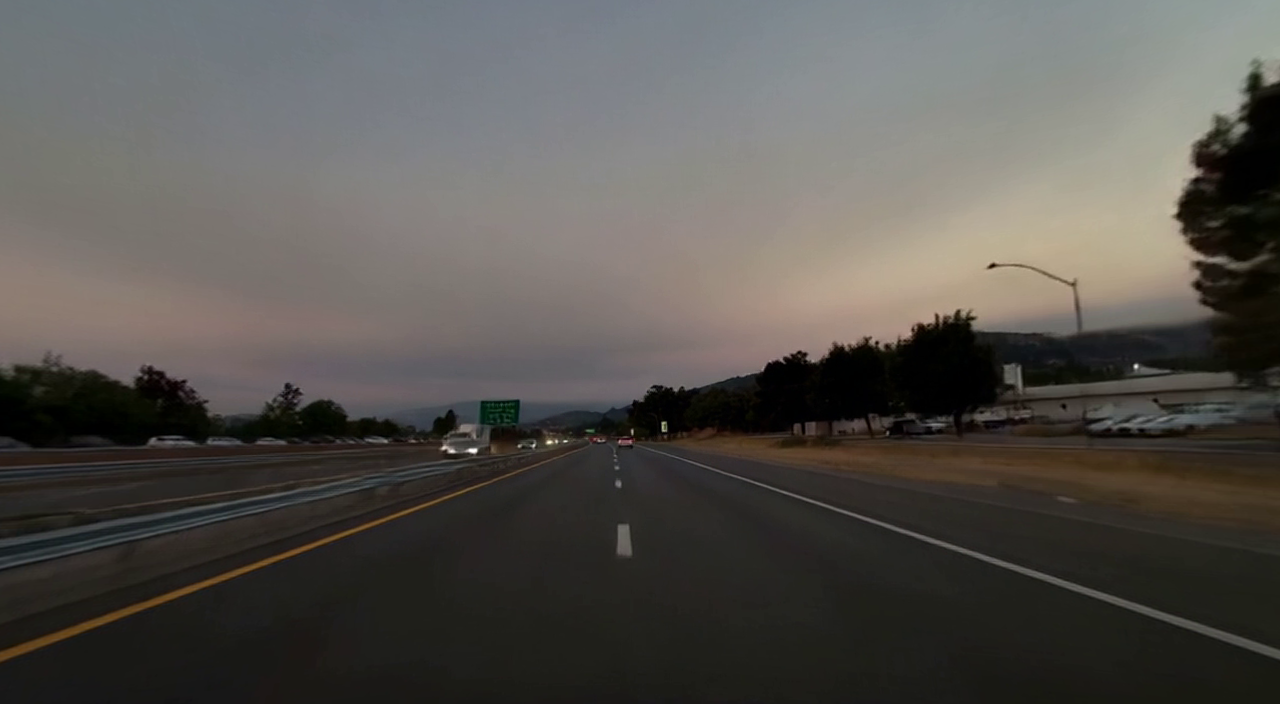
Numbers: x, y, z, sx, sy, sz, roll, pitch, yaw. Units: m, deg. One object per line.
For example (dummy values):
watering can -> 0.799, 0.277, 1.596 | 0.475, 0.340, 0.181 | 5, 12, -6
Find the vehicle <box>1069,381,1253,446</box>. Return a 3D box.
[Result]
vehicle -> 39.154, 5.027, 48.576 | 2.885, 4.199, 14.850 | 0, -8, 6

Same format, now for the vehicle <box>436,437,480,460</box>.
vehicle -> -13.142, 6.987, 45.601 | 1.887, 1.558, 4.261 | 0, -8, 0
